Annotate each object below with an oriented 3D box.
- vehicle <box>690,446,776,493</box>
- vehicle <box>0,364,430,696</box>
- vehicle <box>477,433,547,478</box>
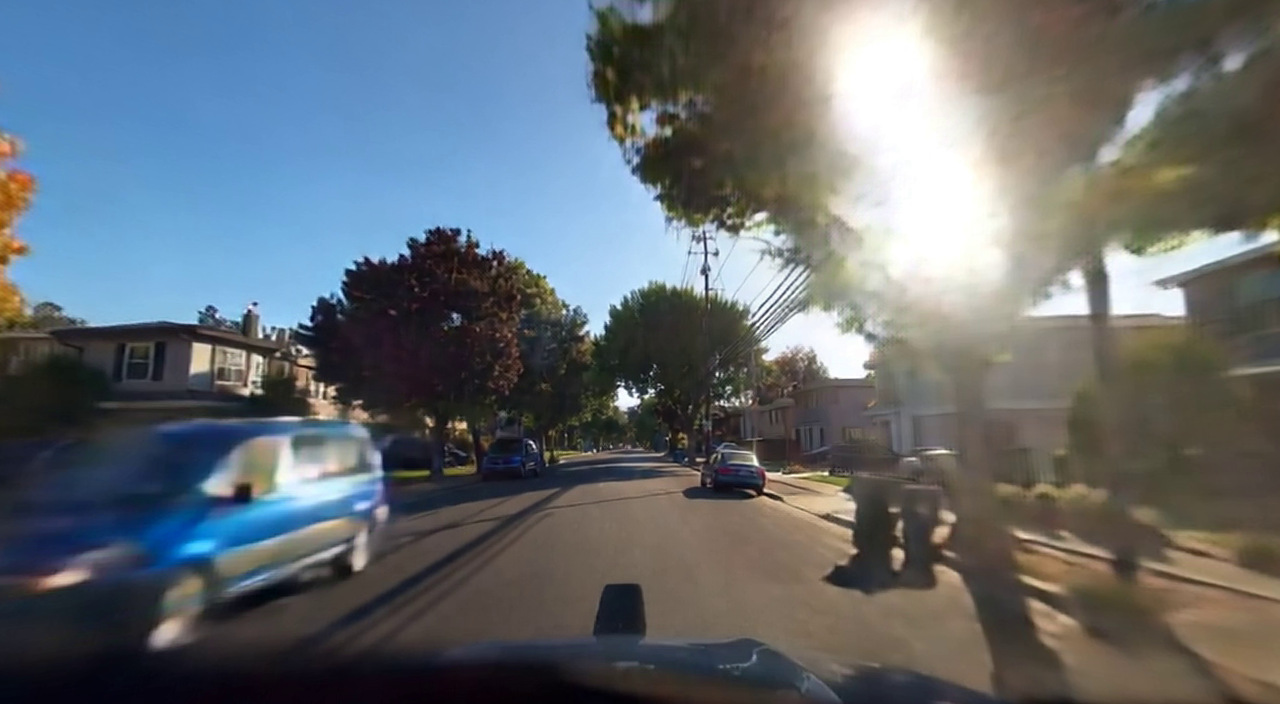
[{"bbox_3d":[3.042,3.947,21.733,1.944,1.439,4.500,1,-8,-5],"label":"vehicle"},{"bbox_3d":[-3.819,1.320,5.865,2.032,1.836,4.520,0,-8,2],"label":"vehicle"},{"bbox_3d":[-6.035,4.952,30.466,2.263,1.915,5.071,-1,-8,1],"label":"vehicle"}]
